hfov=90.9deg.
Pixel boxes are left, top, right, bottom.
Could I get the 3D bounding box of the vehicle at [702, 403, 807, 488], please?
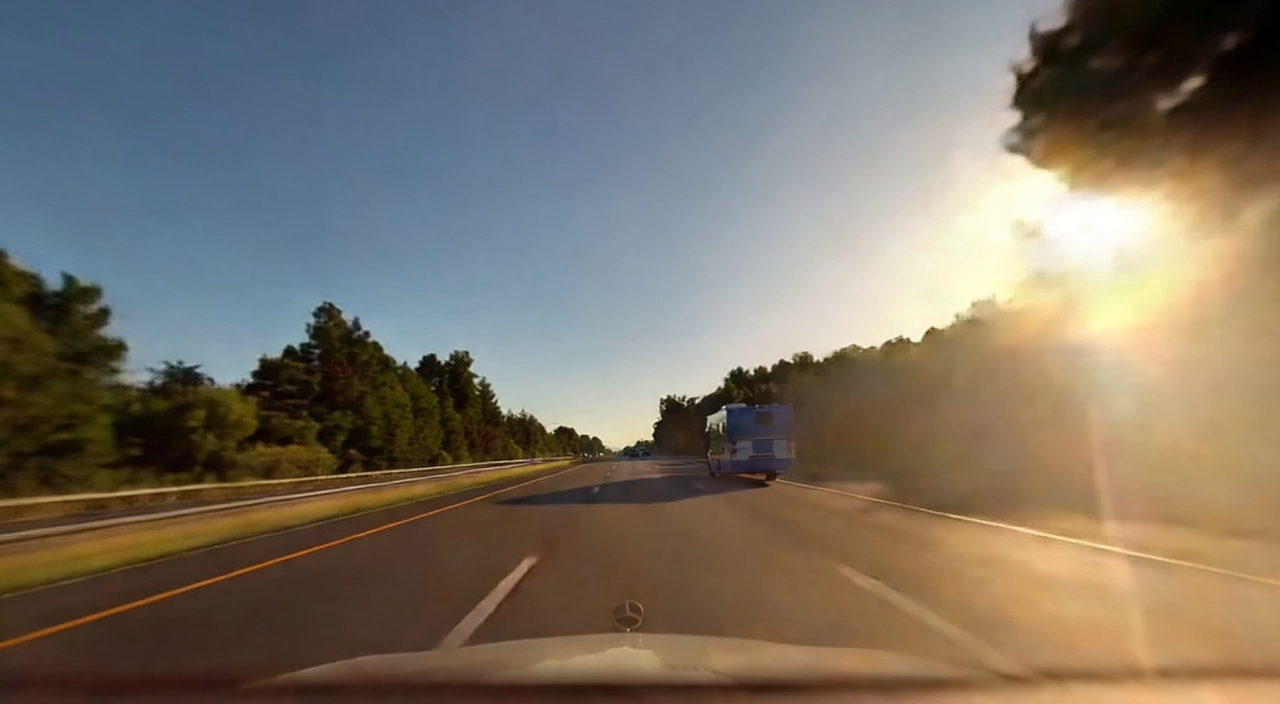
[{"bbox_3d":[4.058,3.548,23.788,2.556,2.763,6.287,0,-9,-2],"label":"vehicle"}]
